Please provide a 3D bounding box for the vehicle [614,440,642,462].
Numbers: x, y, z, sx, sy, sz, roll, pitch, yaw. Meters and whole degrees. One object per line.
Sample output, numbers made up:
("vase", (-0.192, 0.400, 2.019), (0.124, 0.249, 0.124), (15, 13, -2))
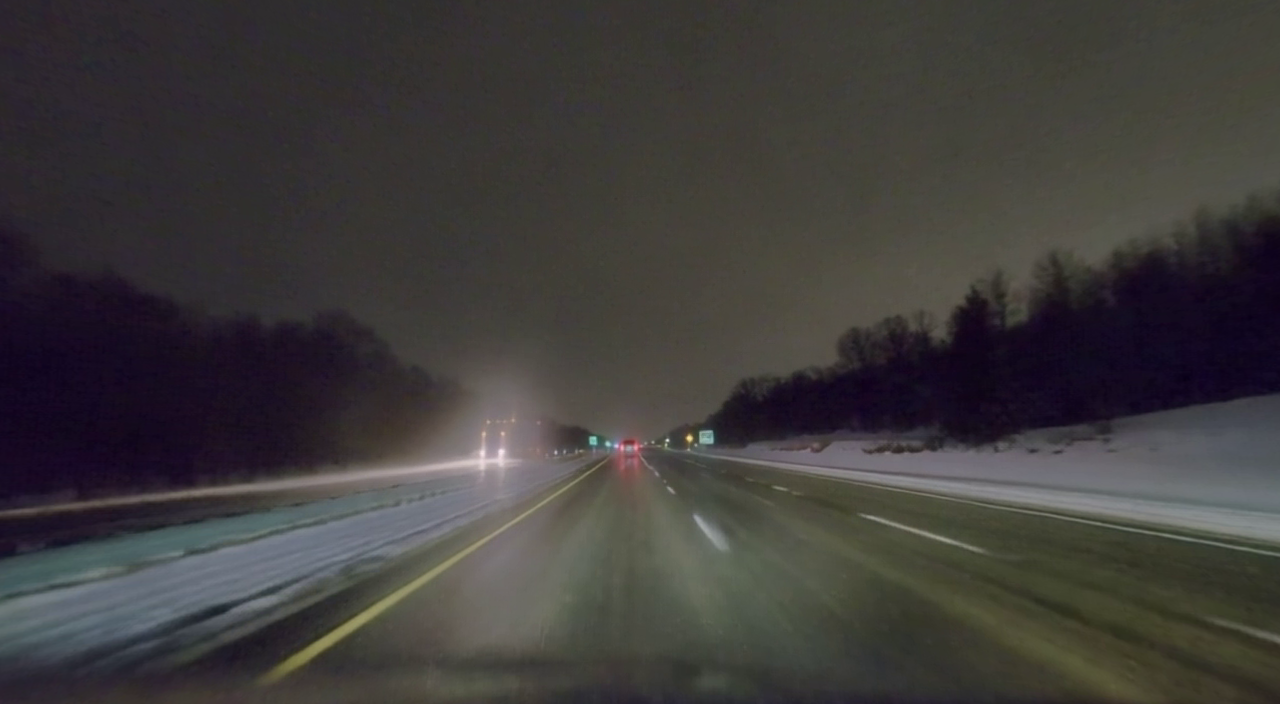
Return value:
("vehicle", (-0.896, 7.570, 48.097), (2.009, 1.554, 4.013), (0, -8, -1))
